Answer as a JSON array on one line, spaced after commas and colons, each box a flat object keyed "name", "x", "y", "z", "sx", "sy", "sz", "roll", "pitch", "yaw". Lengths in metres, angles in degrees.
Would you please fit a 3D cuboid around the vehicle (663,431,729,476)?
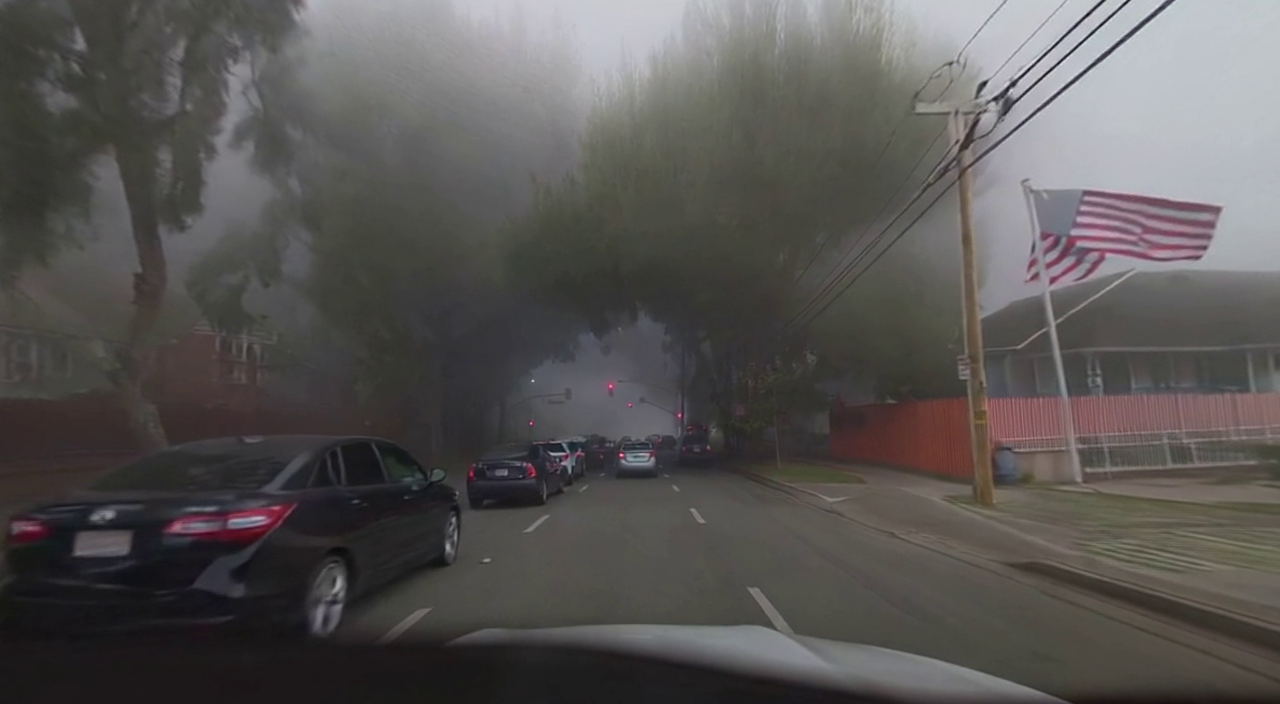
[{"name": "vehicle", "x": 2.240, "y": 4.273, "z": 26.774, "sx": 2.258, "sy": 1.682, "sz": 4.635, "roll": 0, "pitch": -8, "yaw": -1}]

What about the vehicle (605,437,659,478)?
[{"name": "vehicle", "x": -0.339, "y": 4.068, "z": 24.537, "sx": 1.927, "sy": 1.453, "sz": 3.848, "roll": 0, "pitch": -8, "yaw": -1}]

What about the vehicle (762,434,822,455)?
[{"name": "vehicle", "x": 10.994, "y": 6.735, "z": 45.888, "sx": 3.883, "sy": 1.496, "sz": 1.779, "roll": 0, "pitch": -8, "yaw": -1}]

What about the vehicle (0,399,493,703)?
[{"name": "vehicle", "x": -2.693, "y": 1.270, "z": 4.738, "sx": 2.081, "sy": 1.488, "sz": 4.566, "roll": 0, "pitch": -9, "yaw": 0}]

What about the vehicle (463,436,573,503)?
[{"name": "vehicle", "x": -2.990, "y": 2.990, "z": 16.592, "sx": 1.897, "sy": 1.484, "sz": 4.716, "roll": 0, "pitch": -9, "yaw": 1}]
